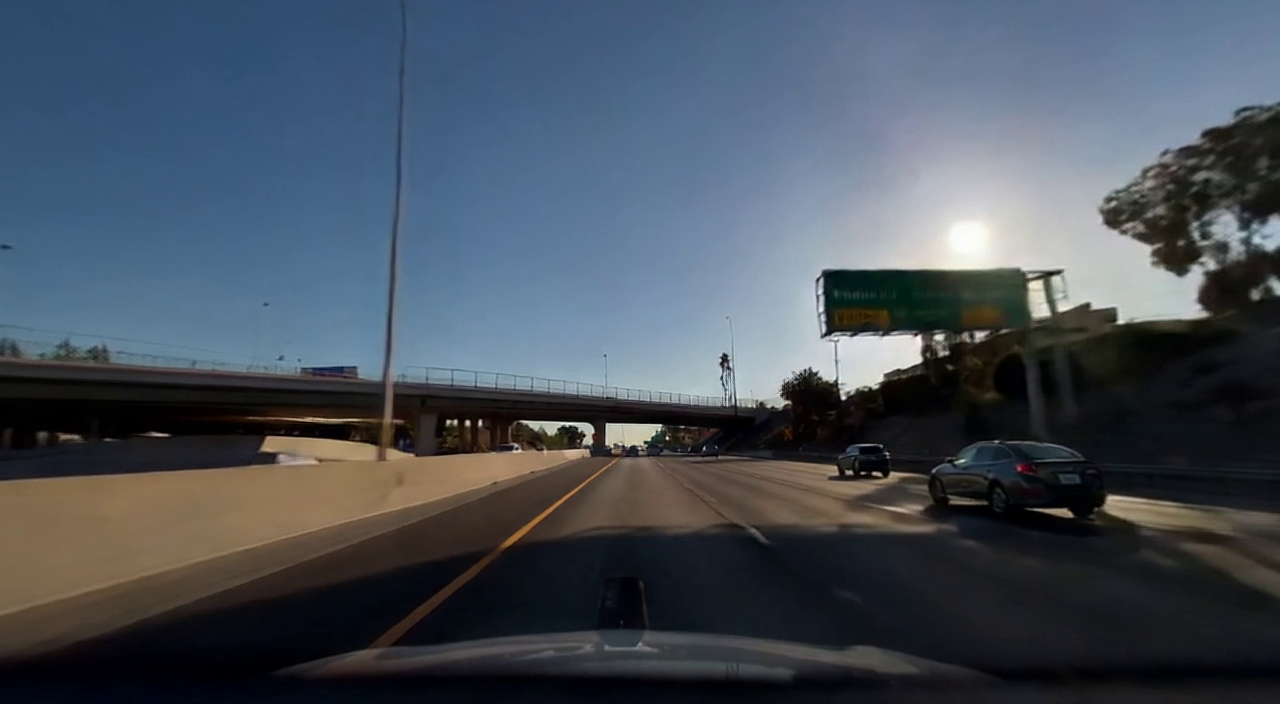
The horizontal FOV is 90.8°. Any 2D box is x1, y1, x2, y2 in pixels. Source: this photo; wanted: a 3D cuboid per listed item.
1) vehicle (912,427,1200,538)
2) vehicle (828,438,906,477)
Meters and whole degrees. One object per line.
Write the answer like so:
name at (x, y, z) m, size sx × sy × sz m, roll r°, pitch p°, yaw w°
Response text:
vehicle at (6.995, 2.221, 11.440) m, size 1.901 × 1.548 × 4.684 m, roll 0°, pitch -8°, yaw -2°
vehicle at (10.853, 5.056, 30.561) m, size 2.068 × 1.680 × 4.361 m, roll -1°, pitch -8°, yaw 0°
